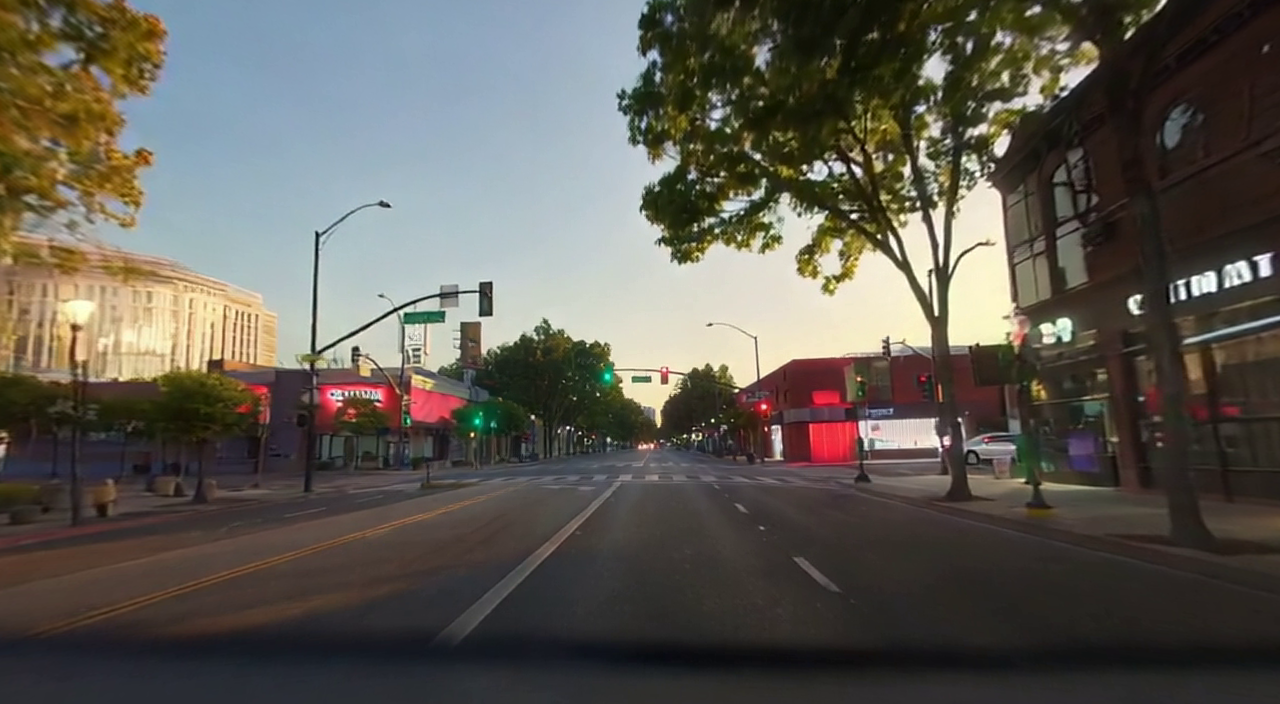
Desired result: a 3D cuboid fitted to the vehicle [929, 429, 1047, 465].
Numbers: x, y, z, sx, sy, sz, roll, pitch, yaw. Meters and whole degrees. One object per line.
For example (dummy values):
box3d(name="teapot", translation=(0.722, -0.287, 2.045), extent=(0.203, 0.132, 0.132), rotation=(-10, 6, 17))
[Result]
box3d(name="vehicle", translation=(17.765, 4.870, 32.329), extent=(4.836, 1.795, 1.957), rotation=(0, -8, 2))
